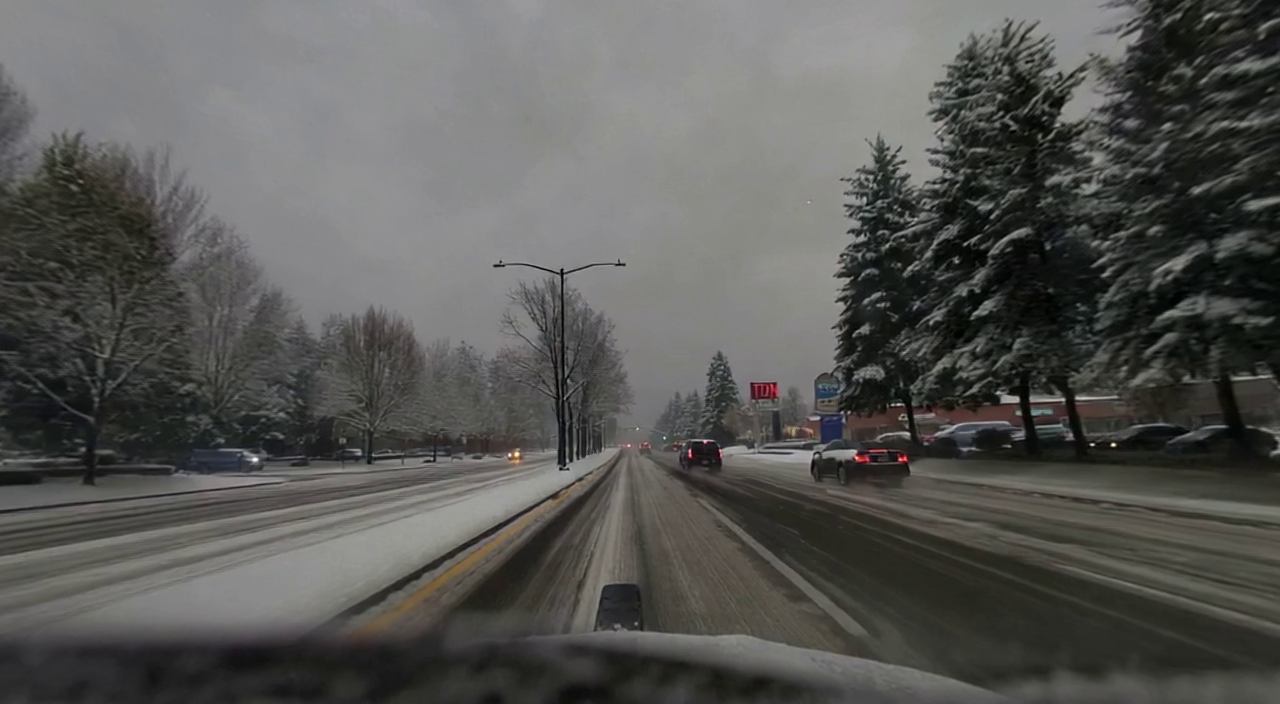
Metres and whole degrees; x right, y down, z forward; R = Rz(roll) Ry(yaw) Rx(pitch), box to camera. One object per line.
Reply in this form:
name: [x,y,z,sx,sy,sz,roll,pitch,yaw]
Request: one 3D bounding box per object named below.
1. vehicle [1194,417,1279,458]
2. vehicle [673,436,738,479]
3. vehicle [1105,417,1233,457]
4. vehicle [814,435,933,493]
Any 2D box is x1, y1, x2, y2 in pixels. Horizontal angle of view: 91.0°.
vehicle: [23.558,3.242,23.727,3.676,1.491,1.726,1,-9,-2]
vehicle: [2.663,4.435,26.742,2.161,1.676,4.151,0,-9,-2]
vehicle: [23.229,3.777,27.745,3.833,1.678,1.975,0,-9,-2]
vehicle: [6.874,3.340,19.077,1.886,1.528,4.169,0,-9,-2]
